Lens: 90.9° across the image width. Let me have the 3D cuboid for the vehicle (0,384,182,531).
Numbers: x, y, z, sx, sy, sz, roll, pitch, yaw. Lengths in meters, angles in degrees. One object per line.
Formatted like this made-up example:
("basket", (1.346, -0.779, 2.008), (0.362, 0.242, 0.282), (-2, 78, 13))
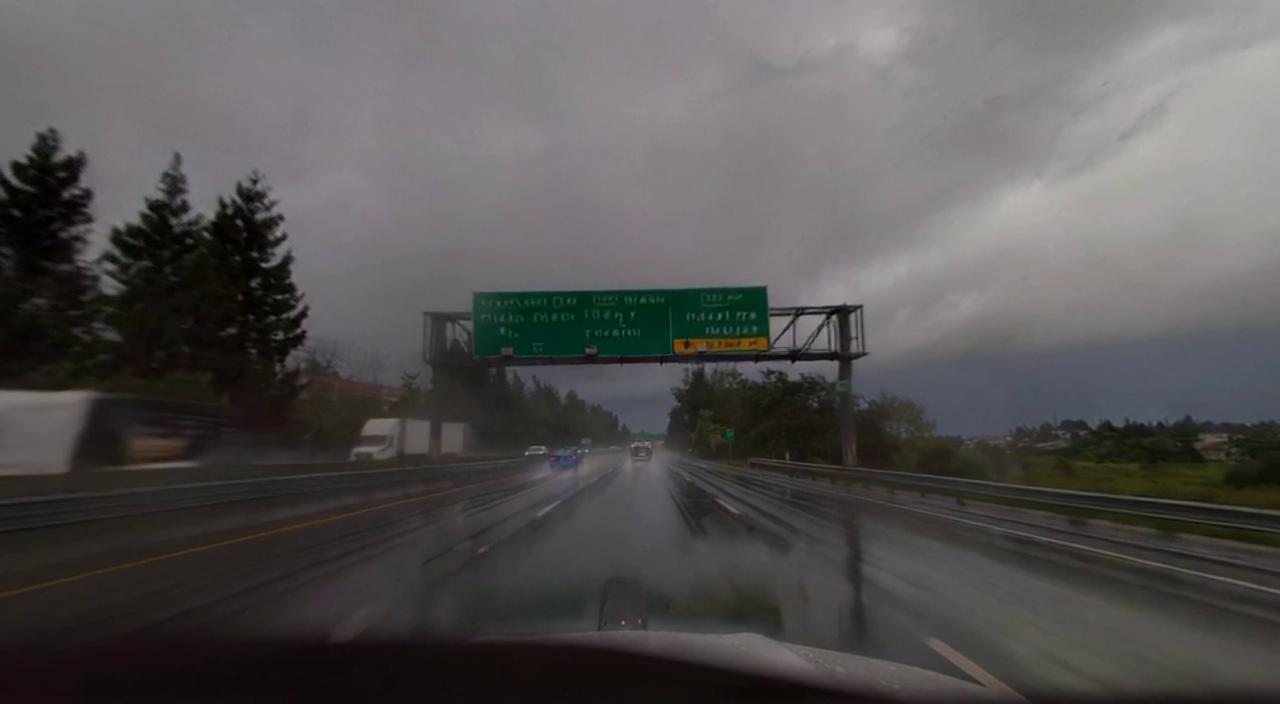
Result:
("vehicle", (-13.610, 2.236, 13.459), (2.485, 2.795, 6.720), (0, -9, 0))

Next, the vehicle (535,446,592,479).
("vehicle", (-3.665, 5.392, 31.151), (2.157, 1.483, 4.601), (0, -9, 1))

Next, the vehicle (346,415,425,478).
("vehicle", (-17.571, 6.594, 44.023), (2.969, 4.056, 6.010), (0, -9, 0))

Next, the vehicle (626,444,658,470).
("vehicle", (0.113, 6.985, 42.034), (2.011, 1.590, 3.607), (0, -9, 0))
